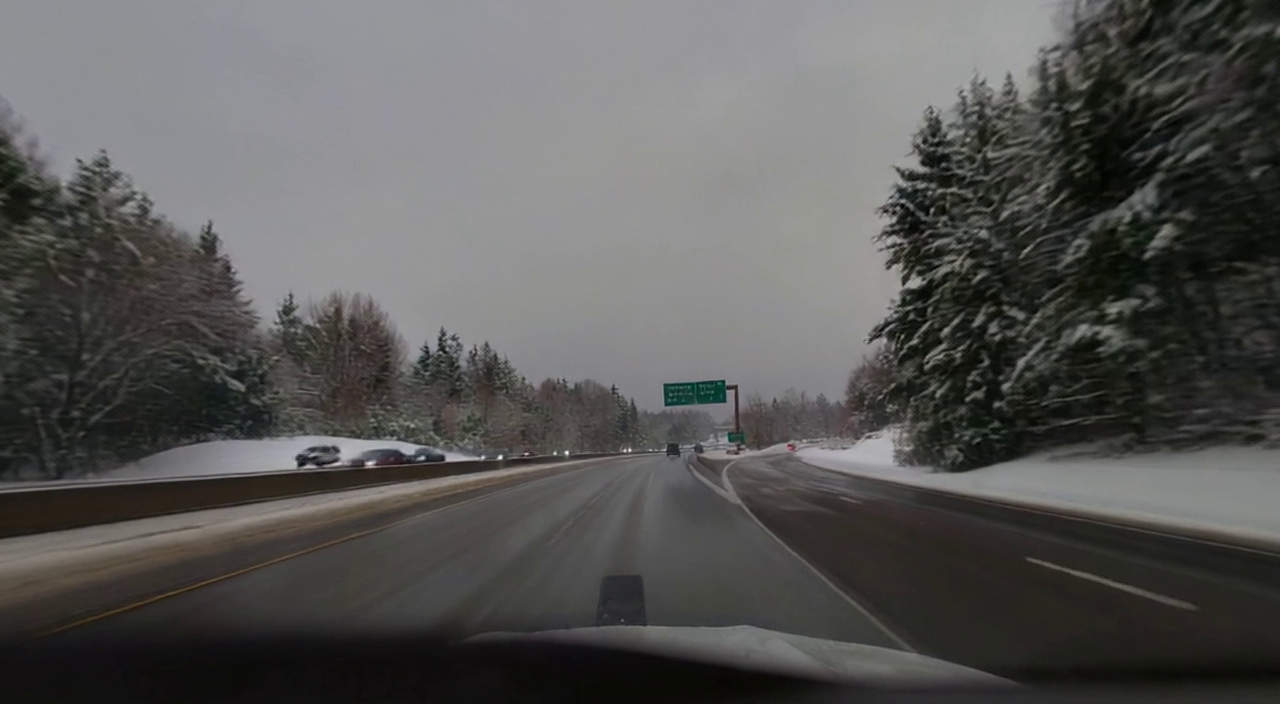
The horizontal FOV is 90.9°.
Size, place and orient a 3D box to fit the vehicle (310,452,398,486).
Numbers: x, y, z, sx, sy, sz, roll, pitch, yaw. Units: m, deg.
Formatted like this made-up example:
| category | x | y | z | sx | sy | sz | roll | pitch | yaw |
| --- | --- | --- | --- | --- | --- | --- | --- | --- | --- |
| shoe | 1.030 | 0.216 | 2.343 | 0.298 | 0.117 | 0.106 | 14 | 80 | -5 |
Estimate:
| category | x | y | z | sx | sy | sz | roll | pitch | yaw |
| --- | --- | --- | --- | --- | --- | --- | --- | --- | --- |
| vehicle | -13.687 | 5.579 | 30.476 | 1.875 | 1.487 | 4.806 | 0 | -9 | 2 |

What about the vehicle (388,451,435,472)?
| category | x | y | z | sx | sy | sz | roll | pitch | yaw |
| --- | --- | --- | --- | --- | --- | --- | --- | --- | --- |
| vehicle | -17.230 | 8.247 | 47.683 | 1.993 | 1.503 | 3.964 | 0 | -9 | 2 |
